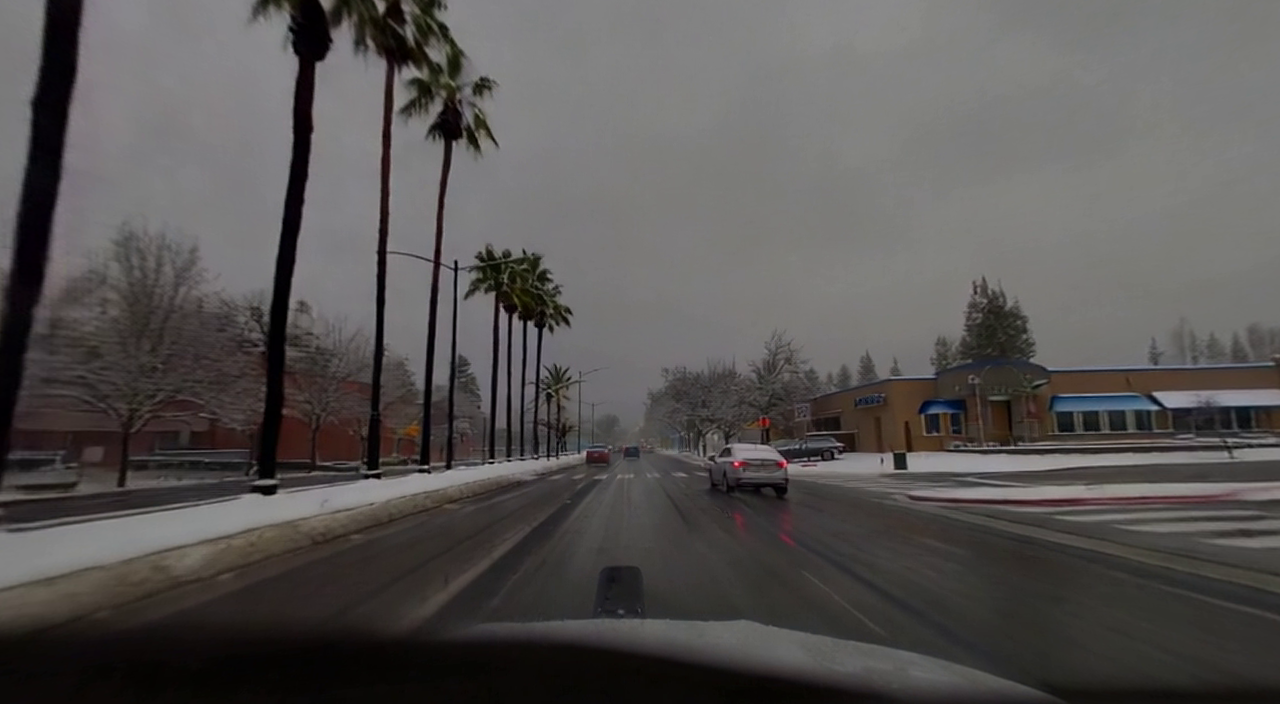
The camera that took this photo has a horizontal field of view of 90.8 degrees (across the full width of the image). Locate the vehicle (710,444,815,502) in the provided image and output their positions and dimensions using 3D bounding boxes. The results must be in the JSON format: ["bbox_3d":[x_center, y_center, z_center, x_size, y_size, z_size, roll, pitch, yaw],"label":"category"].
[{"bbox_3d":[3.465,3.508,18.873,2.090,1.503,4.566,0,-9,-2],"label":"vehicle"}]

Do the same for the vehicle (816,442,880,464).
[{"bbox_3d":[15.746,7.700,48.014,4.091,1.605,2.017,0,-9,-1],"label":"vehicle"}]
